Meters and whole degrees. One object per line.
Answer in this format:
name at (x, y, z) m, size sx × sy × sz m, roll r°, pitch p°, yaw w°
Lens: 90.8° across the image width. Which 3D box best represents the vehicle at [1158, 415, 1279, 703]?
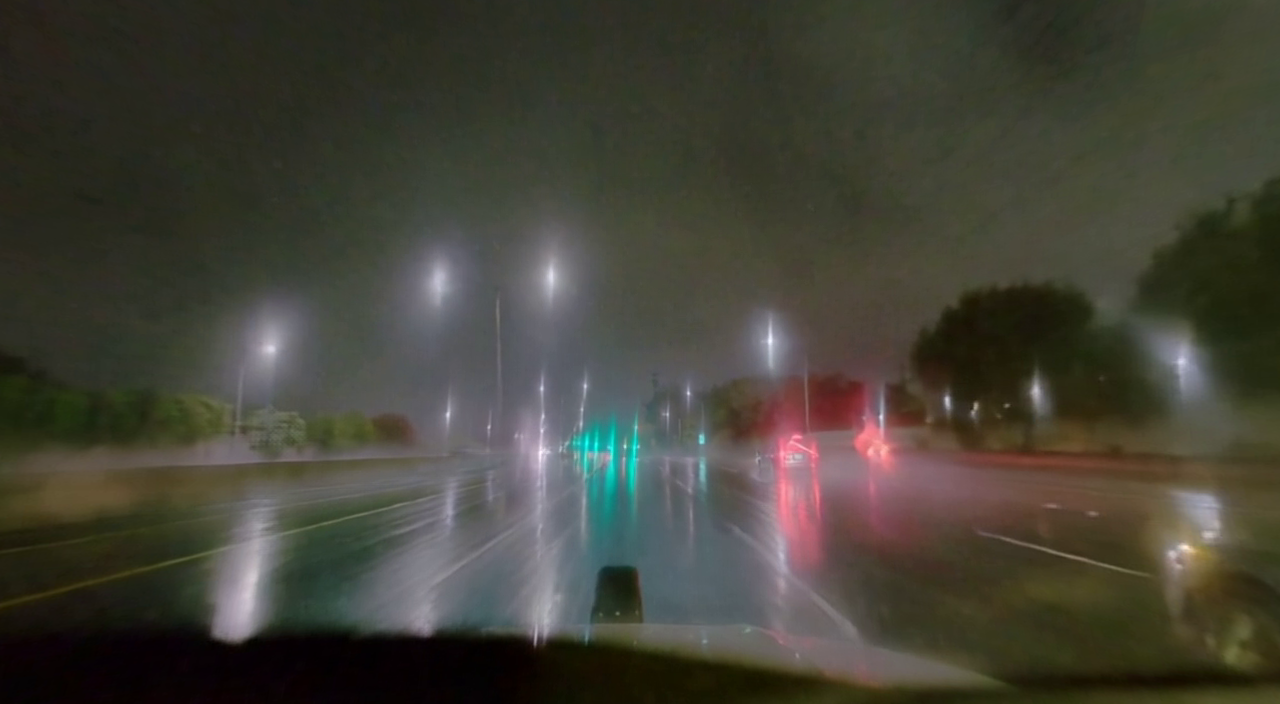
vehicle at (3.878, 0.734, 0.851) m, size 2.217 × 1.477 × 4.817 m, roll 0°, pitch -9°, yaw -1°
